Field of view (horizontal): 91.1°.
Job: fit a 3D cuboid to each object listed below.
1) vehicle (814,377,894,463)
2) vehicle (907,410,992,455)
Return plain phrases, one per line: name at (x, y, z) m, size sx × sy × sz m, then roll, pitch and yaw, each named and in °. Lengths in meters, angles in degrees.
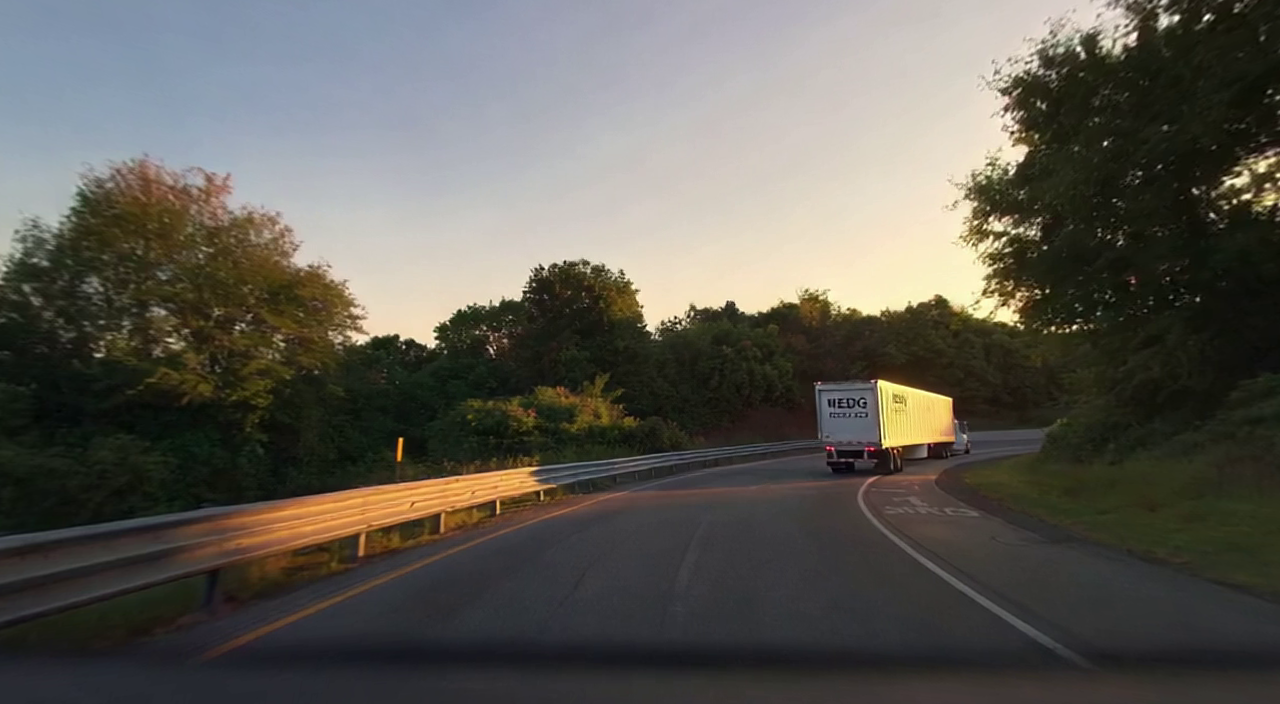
vehicle at (10.153, 3.270, 29.729) m, size 2.963 × 3.771 × 3.137 m, roll -4°, pitch -9°, yaw 29°
vehicle at (19.093, 4.946, 38.594) m, size 6.650 × 2.524 × 2.120 m, roll 7°, pitch -10°, yaw -41°
